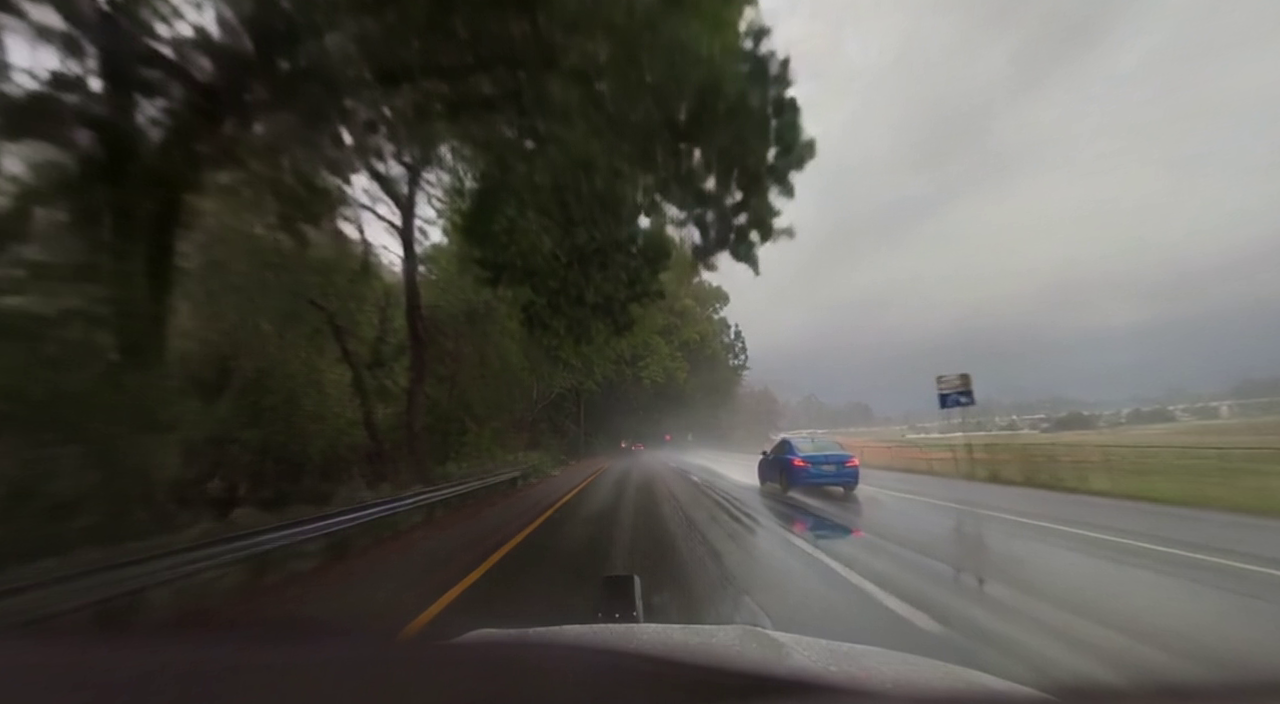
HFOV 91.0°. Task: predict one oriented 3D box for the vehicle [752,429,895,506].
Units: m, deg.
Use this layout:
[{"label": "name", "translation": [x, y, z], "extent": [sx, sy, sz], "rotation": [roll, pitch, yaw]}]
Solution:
[{"label": "vehicle", "translation": [4.148, 2.680, 15.150], "extent": [1.905, 1.525, 4.719], "rotation": [0, -8, -1]}]
